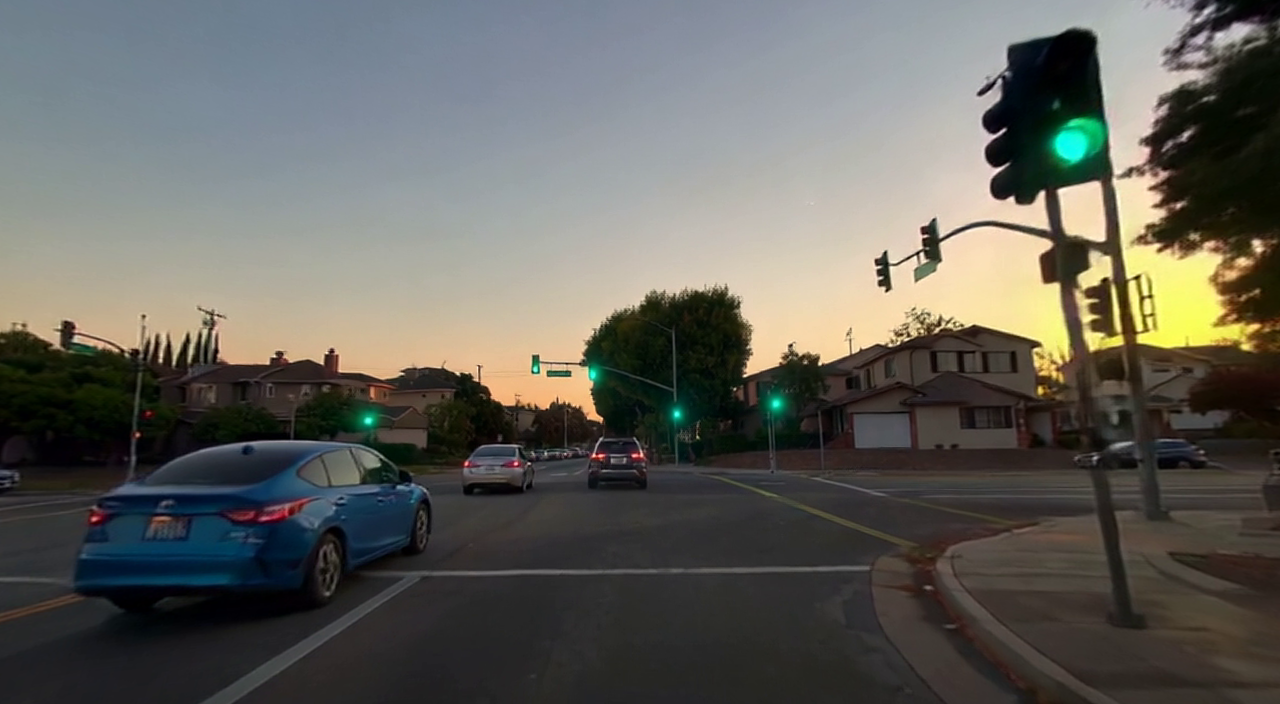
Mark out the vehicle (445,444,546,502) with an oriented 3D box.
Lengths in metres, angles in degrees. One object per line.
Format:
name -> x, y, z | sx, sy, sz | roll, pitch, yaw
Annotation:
vehicle -> -4.019, 3.416, 18.352 | 1.934, 1.459, 4.368 | 0, -8, -1

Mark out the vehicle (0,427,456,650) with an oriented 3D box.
vehicle -> -3.650, 1.620, 6.716 | 1.977, 1.488, 4.741 | 0, -8, 0

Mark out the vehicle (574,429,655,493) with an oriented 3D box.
vehicle -> -0.847, 3.585, 21.118 | 2.396, 1.881, 4.606 | 0, -8, -2

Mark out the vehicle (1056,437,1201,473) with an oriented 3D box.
vehicle -> 20.512, 4.352, 26.751 | 4.353, 1.431, 1.876 | -2, -9, 12
